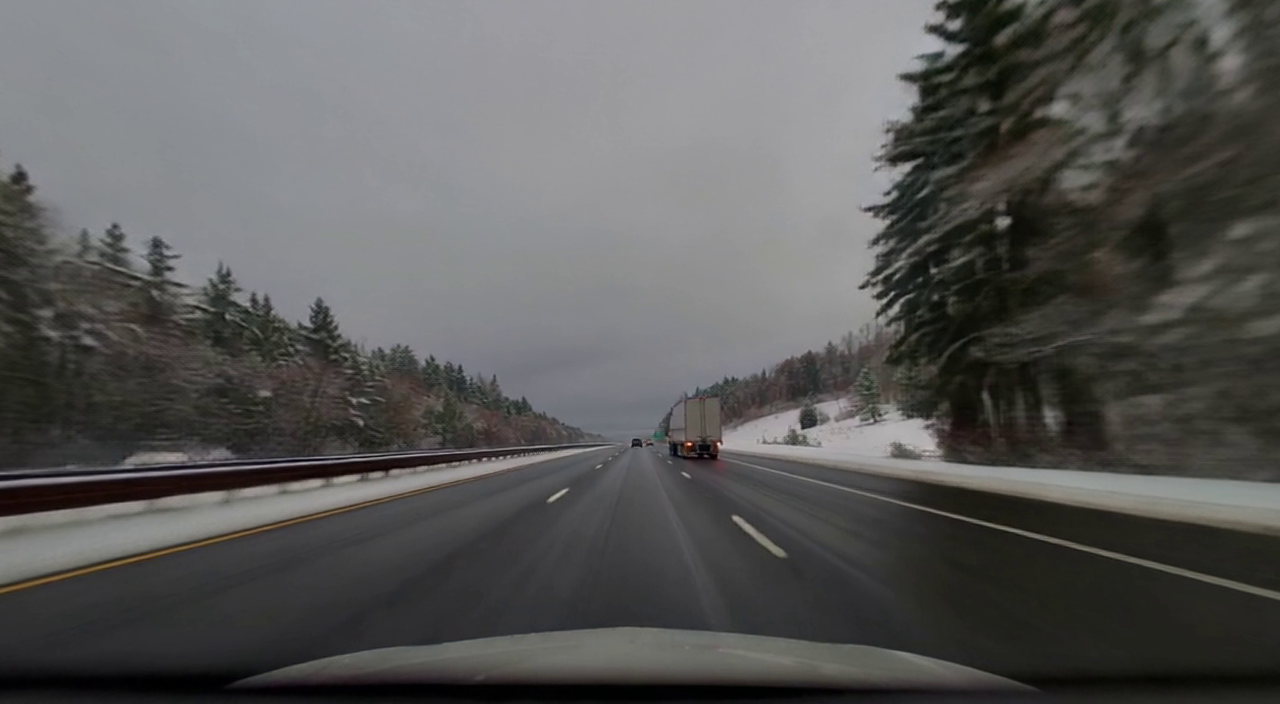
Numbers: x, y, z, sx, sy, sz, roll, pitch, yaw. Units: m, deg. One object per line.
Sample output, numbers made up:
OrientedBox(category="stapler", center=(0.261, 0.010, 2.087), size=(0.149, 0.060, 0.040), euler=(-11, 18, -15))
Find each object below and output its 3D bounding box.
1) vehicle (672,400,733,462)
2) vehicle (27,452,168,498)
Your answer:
OrientedBox(category="vehicle", center=(4.174, 5.615, 44.253), size=(3.348, 3.847, 8.908), euler=(0, -8, 0))
OrientedBox(category="vehicle", center=(-20.427, 4.618, 23.904), size=(1.785, 1.490, 4.013), euler=(0, -8, -1))
